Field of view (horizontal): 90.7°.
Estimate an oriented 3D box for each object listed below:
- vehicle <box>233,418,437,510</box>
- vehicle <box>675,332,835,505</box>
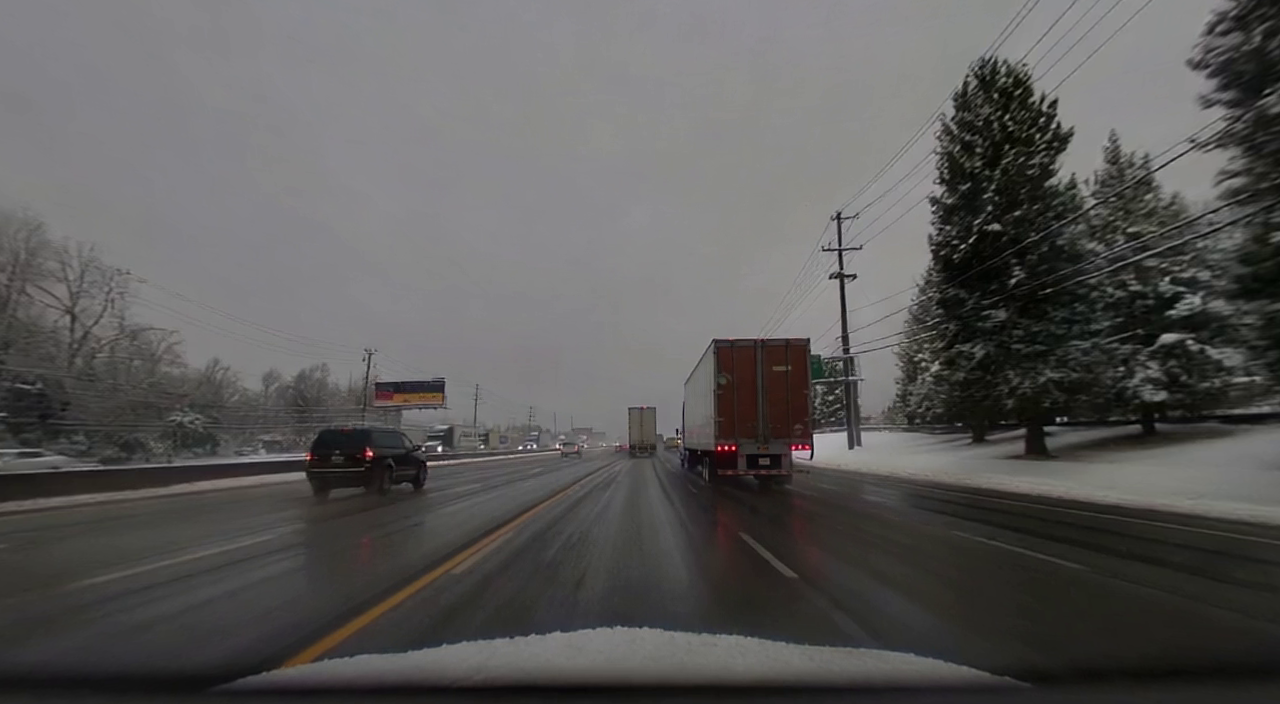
[{"bbox_3d":[-7.344,2.795,16.227,2.425,1.917,5.647,0,-9,0],"label":"vehicle"},{"bbox_3d":[3.200,2.808,23.545,2.892,4.152,16.575,0,-9,0],"label":"vehicle"}]
